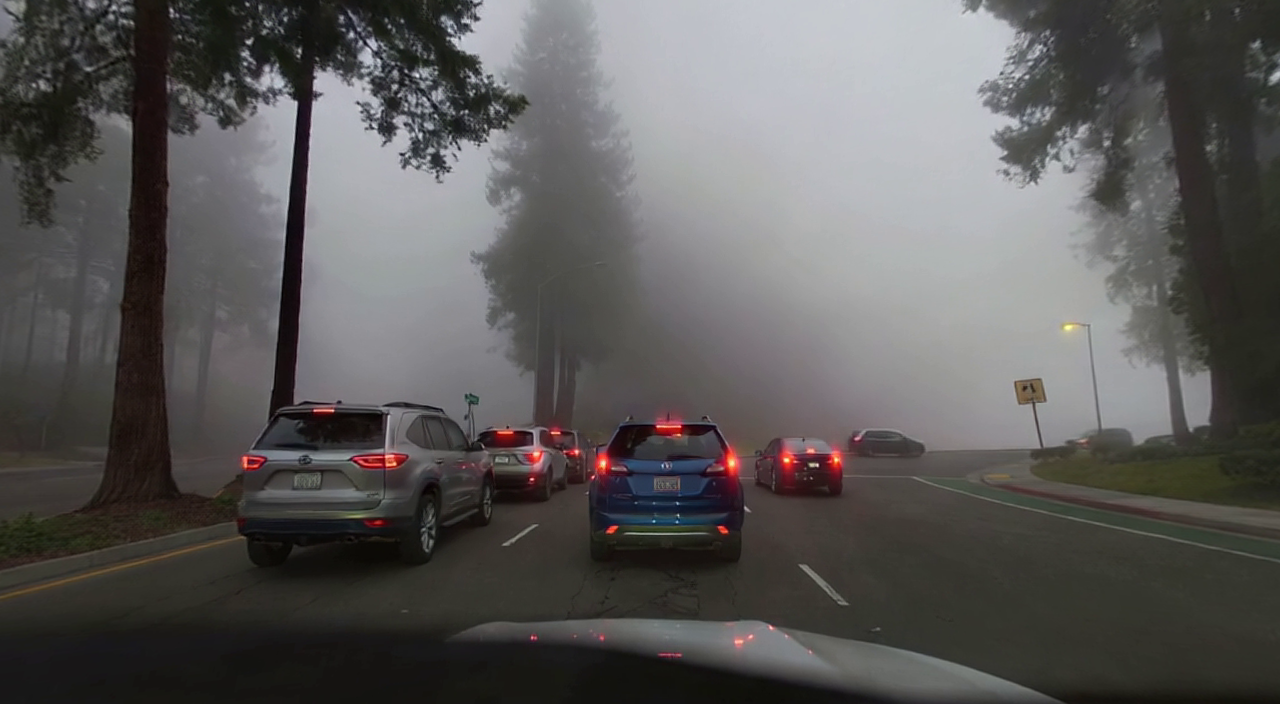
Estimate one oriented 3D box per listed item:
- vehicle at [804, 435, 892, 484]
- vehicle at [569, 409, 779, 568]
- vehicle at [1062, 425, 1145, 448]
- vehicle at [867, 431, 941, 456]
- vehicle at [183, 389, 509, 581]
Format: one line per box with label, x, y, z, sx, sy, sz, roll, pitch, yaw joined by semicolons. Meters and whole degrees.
vehicle;7.434;3.859;22.942;2.067;1.599;4.251;-1;-8;5
vehicle;0.382;1.747;8.772;2.189;1.649;4.171;0;-8;1
vehicle;33.753;6.210;45.968;4.632;1.580;1.801;-5;-10;31
vehicle;18.714;6.497;44.708;4.629;1.687;1.824;-4;-9;24
vehicle;-3.256;1.589;8.237;2.085;1.812;4.388;0;-8;1
